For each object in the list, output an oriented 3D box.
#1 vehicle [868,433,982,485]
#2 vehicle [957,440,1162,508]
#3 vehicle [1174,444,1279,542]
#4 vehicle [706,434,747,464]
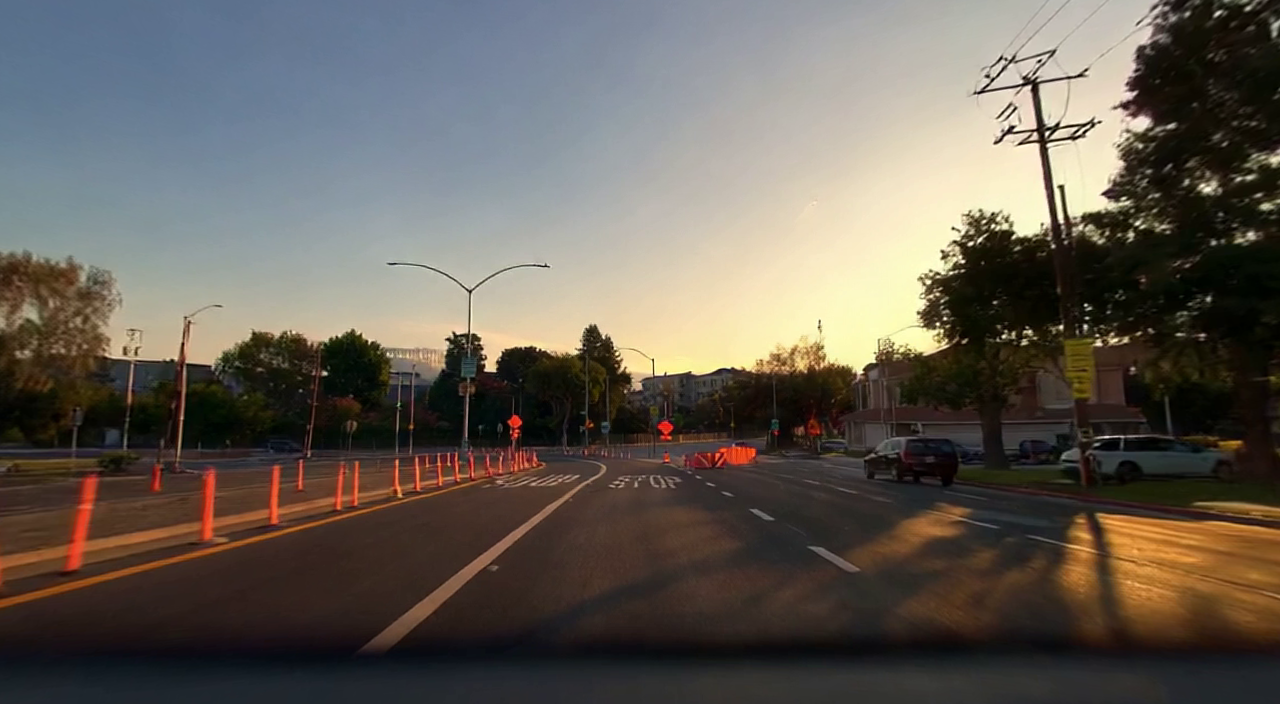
[{"bbox_3d":[10.513,3.983,23.736,1.961,1.754,4.889,0,-9,0],"label":"vehicle"},{"bbox_3d":[10.409,3.031,16.192,2.000,1.487,4.548,0,-8,-2],"label":"vehicle"},{"bbox_3d":[10.427,2.010,8.825,1.934,1.429,4.472,0,-8,-1],"label":"vehicle"},{"bbox_3d":[5.480,6.234,40.444,2.150,1.779,4.423,0,-9,2],"label":"vehicle"}]
